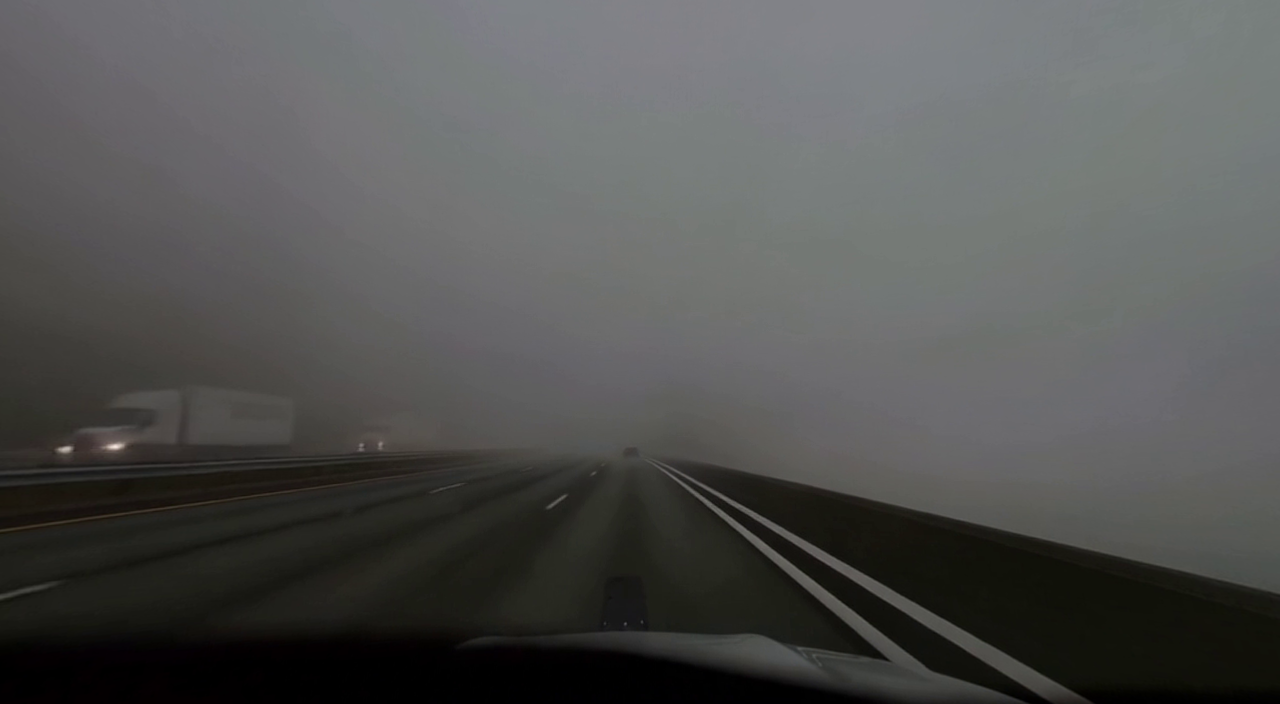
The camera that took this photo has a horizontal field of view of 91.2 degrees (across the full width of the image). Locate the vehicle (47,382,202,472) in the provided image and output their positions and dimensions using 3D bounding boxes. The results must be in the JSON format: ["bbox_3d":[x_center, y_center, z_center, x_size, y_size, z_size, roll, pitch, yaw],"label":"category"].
[{"bbox_3d":[-25.470,3.794,31.371,3.368,4.102,4.839,0,-8,-1],"label":"vehicle"}]

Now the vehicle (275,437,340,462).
[{"bbox_3d":[-21.365,6.292,40.510,1.844,1.525,4.466,0,-9,-1],"label":"vehicle"}]
